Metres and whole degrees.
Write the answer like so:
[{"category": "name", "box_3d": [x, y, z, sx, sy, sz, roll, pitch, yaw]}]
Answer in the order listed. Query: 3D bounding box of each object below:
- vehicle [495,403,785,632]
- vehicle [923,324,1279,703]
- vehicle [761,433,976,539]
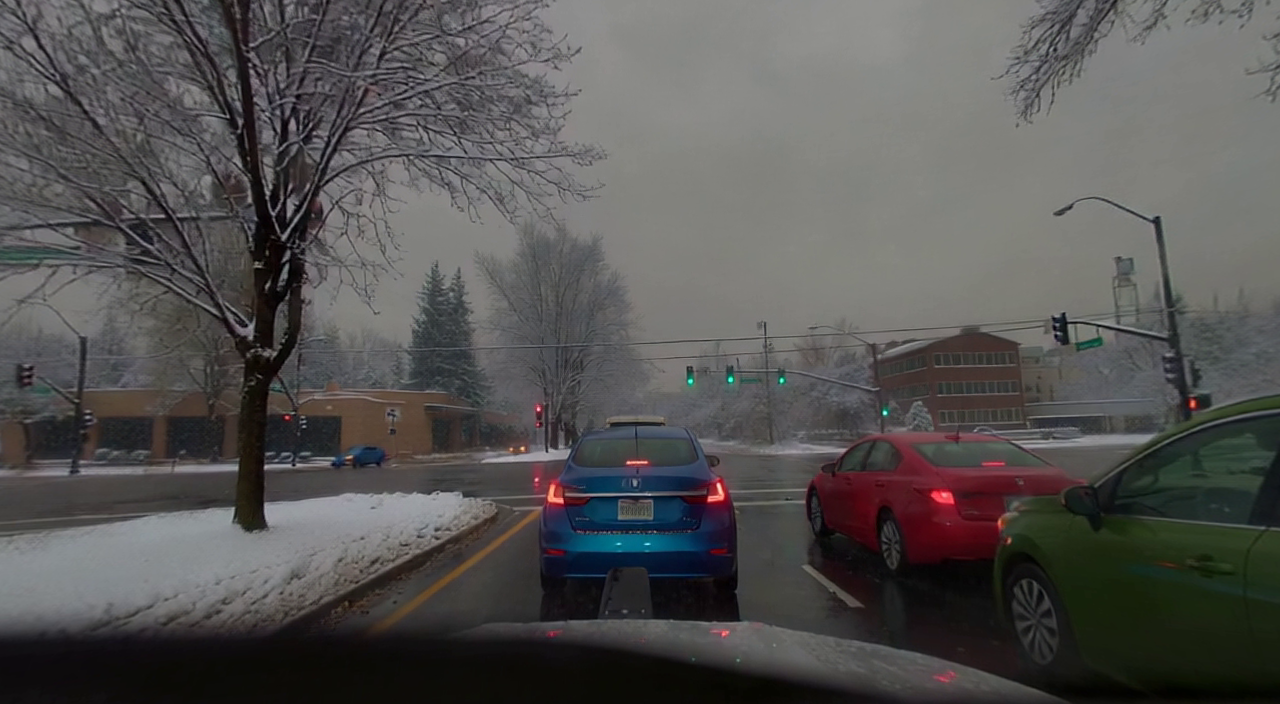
[{"category": "vehicle", "box_3d": [-0.019, 1.476, 6.508, 2.074, 1.631, 3.793, 0, -9, -1]}, {"category": "vehicle", "box_3d": [3.721, 0.930, 3.434, 2.162, 1.829, 4.519, 0, -9, -1]}, {"category": "vehicle", "box_3d": [3.690, 2.258, 11.302, 2.054, 1.482, 4.654, 0, -9, -1]}]
